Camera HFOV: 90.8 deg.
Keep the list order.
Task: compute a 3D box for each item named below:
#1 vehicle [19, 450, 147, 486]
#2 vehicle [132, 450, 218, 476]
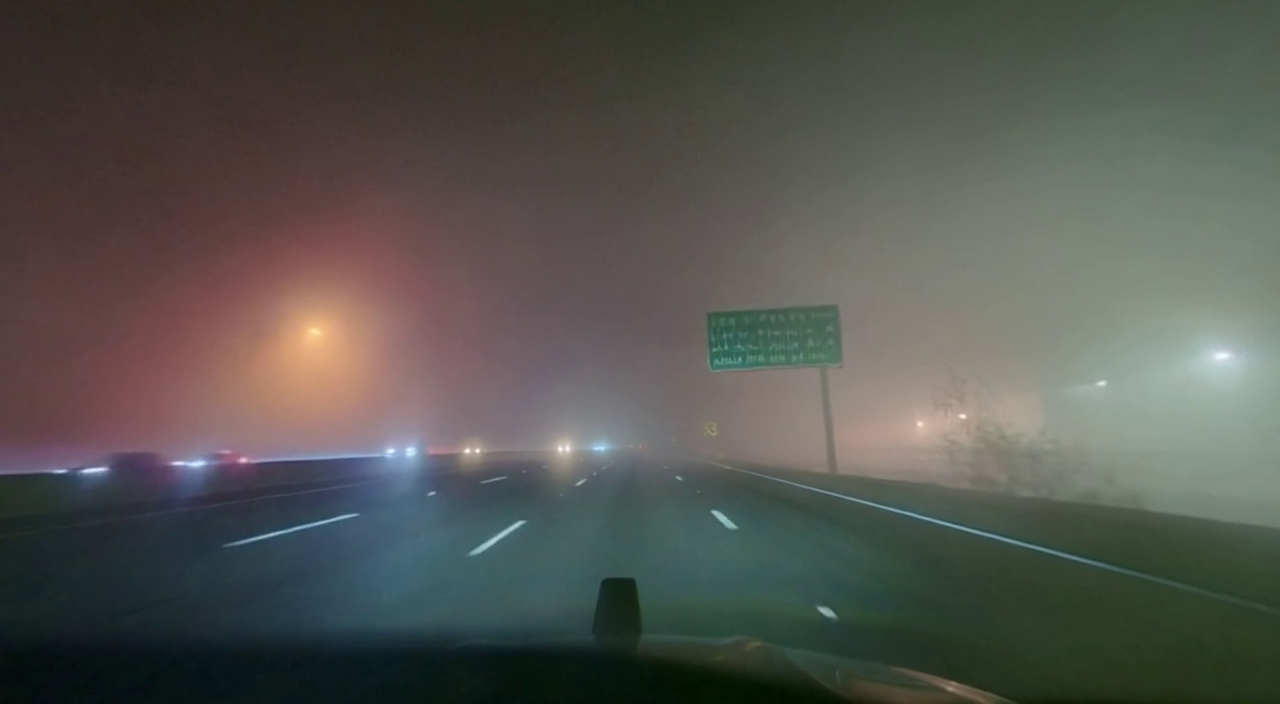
[{"bbox_3d":[-25.002,5.177,28.564,1.798,1.457,4.291,0,-8,1],"label":"vehicle"},{"bbox_3d":[-28.909,6.883,39.469,1.940,1.463,4.480,0,-8,0],"label":"vehicle"}]
